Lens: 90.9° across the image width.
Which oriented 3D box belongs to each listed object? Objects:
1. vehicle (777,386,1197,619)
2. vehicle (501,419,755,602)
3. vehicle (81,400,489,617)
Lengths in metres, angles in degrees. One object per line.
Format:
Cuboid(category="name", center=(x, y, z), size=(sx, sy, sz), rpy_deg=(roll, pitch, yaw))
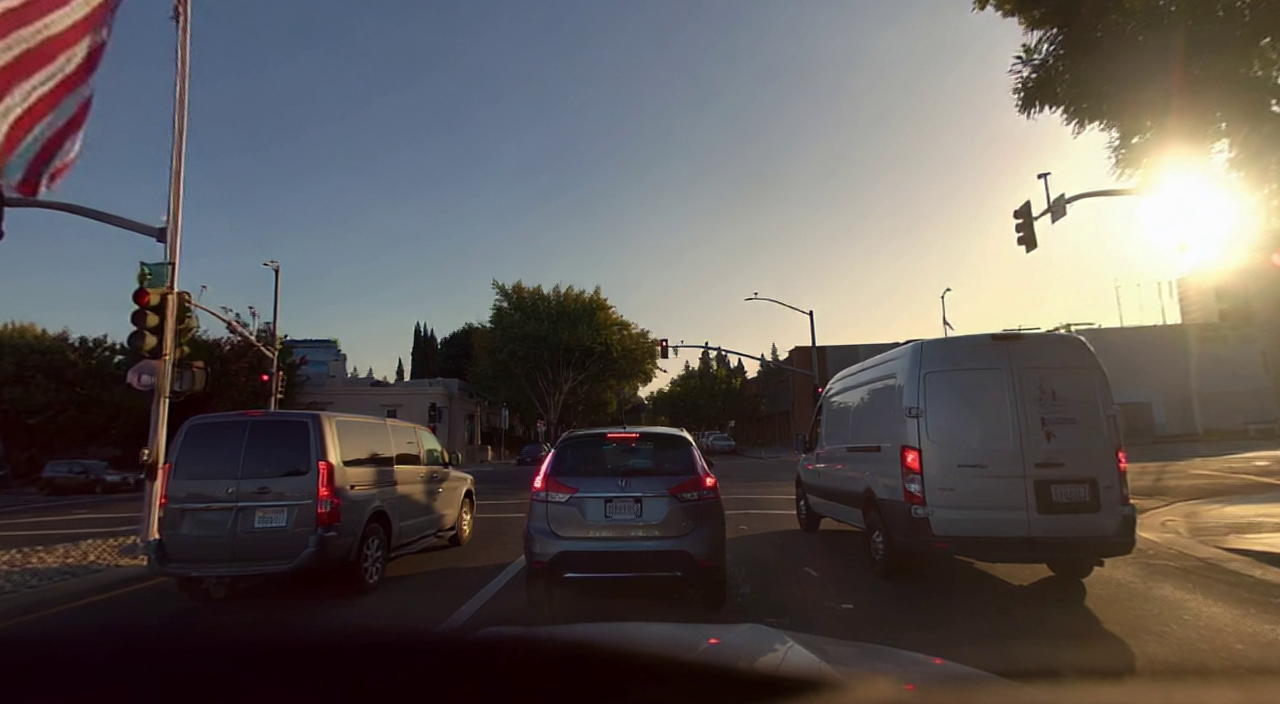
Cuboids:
Cuboid(category="vehicle", center=(3.092, 1.462, 7.018), size=(2.178, 1.746, 4.400), rpy_deg=(0, -9, 1))
Cuboid(category="vehicle", center=(-0.136, 1.621, 7.344), size=(2.098, 1.494, 4.118), rpy_deg=(0, -9, -1))
Cuboid(category="vehicle", center=(-3.303, 1.529, 7.031), size=(2.024, 1.677, 3.998), rpy_deg=(-1, -9, 3))
